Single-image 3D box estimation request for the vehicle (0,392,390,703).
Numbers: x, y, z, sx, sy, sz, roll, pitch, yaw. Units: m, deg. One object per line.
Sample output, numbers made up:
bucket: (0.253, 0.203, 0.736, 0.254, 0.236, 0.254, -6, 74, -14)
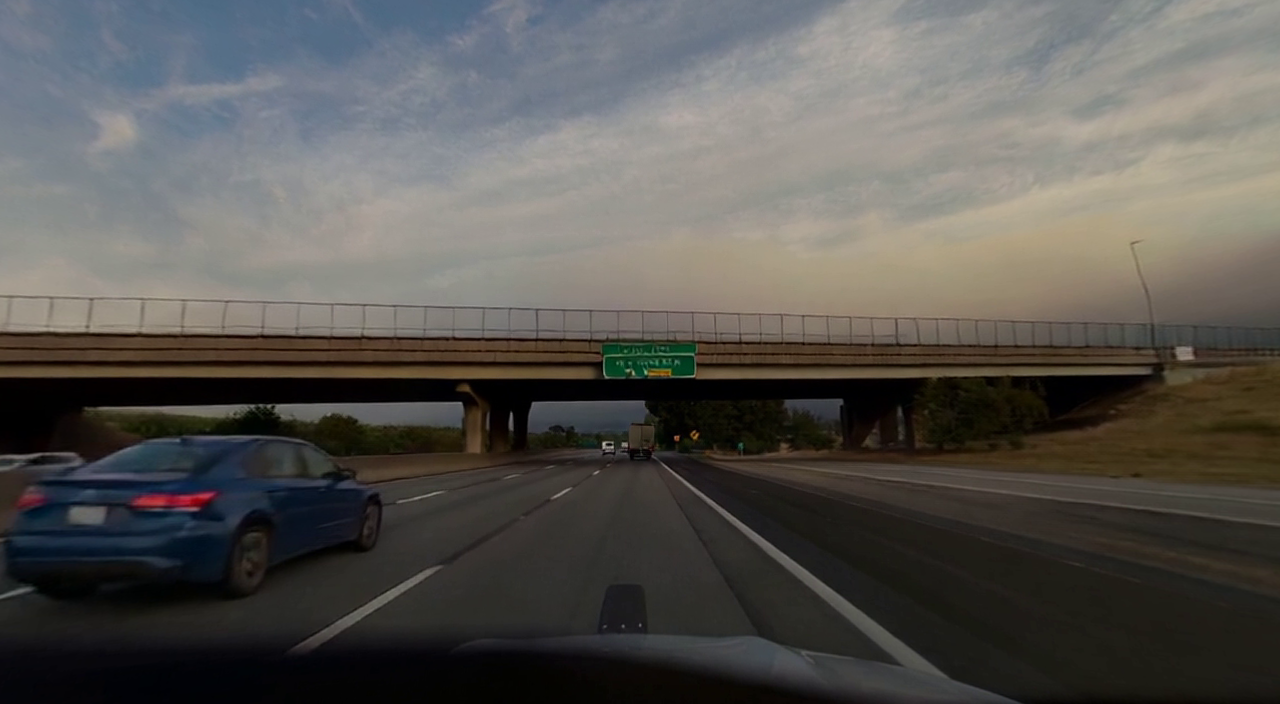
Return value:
vehicle: (-4.401, 1.388, 5.630, 2.235, 1.593, 5.077, 0, -9, 0)
